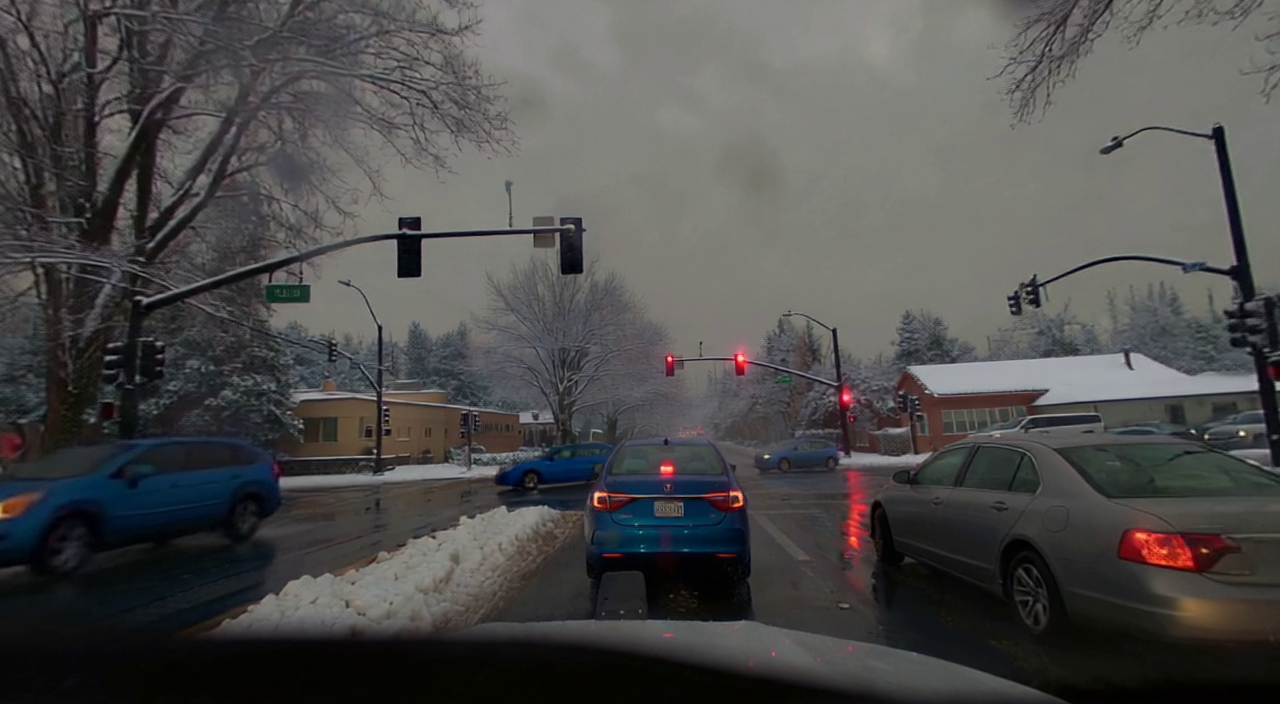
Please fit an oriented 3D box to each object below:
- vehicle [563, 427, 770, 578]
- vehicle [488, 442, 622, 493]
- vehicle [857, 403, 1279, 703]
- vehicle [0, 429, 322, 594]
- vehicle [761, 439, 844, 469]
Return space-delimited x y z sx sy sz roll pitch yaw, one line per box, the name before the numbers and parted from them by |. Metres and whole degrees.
vehicle | 0.306 1.817 8.337 2.090 1.505 3.756 -1 -9 1
vehicle | -2.718 3.758 21.025 1.854 1.490 4.229 -8 -11 40
vehicle | 3.665 1.340 5.430 1.888 1.486 4.681 0 -9 -1
vehicle | -7.439 2.145 9.532 1.988 1.799 4.789 -2 -9 13
vehicle | 9.487 5.967 37.113 4.240 1.615 1.936 -8 -12 43
